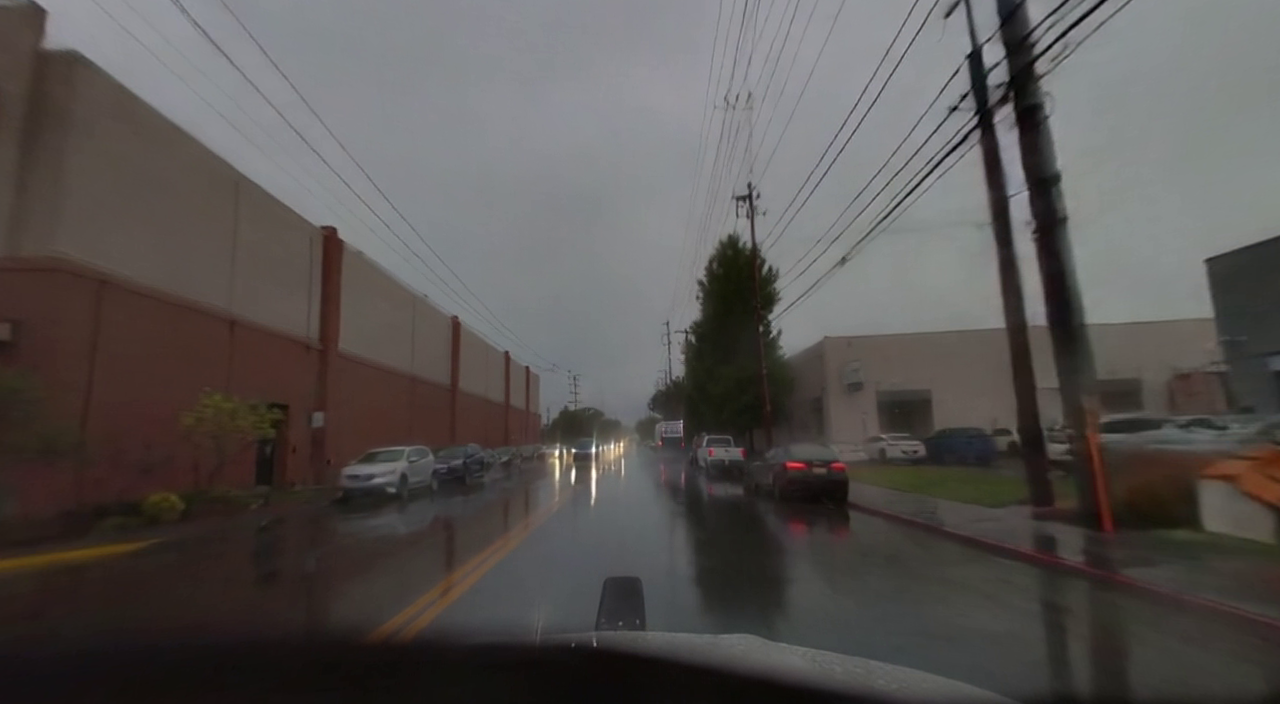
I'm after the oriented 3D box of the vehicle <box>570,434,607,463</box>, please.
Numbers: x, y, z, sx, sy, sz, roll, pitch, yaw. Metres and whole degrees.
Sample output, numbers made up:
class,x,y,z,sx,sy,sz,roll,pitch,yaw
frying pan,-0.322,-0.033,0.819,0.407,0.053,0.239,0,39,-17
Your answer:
class,x,y,z,sx,sy,sz,roll,pitch,yaw
vehicle,-3.808,7.226,47.614,2.275,1.999,5.723,0,-8,1

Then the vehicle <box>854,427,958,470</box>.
class,x,y,z,sx,sy,sz,roll,pitch,yaw
vehicle,11.857,4.367,28.575,1.965,1.705,4.677,0,-8,-11

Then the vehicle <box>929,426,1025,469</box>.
class,x,y,z,sx,sy,sz,roll,pitch,yaw
vehicle,14.860,4.221,28.136,1.828,1.749,4.000,0,-8,-4

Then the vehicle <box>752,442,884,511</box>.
class,x,y,z,sx,sy,sz,roll,pitch,yaw
vehicle,4.231,2.994,15.829,1.919,1.453,4.425,0,-8,-1

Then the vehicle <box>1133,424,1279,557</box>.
class,x,y,z,sx,sy,sz,roll,pitch,yaw
vehicle,8.210,1.540,6.993,1.973,1.485,4.377,0,-8,0

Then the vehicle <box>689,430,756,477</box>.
class,x,y,z,sx,sy,sz,roll,pitch,yaw
vehicle,3.724,4.737,29.877,2.218,1.956,5.916,0,-8,-1

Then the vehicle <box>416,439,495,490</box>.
class,x,y,z,sx,sy,sz,roll,pitch,yaw
vehicle,-7.571,4.615,26.412,1.933,1.754,4.514,-3,-7,0

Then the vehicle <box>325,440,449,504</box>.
class,x,y,z,sx,sy,sz,roll,pitch,yaw
vehicle,-7.843,3.732,20.189,2.194,1.775,4.482,0,-8,-2
